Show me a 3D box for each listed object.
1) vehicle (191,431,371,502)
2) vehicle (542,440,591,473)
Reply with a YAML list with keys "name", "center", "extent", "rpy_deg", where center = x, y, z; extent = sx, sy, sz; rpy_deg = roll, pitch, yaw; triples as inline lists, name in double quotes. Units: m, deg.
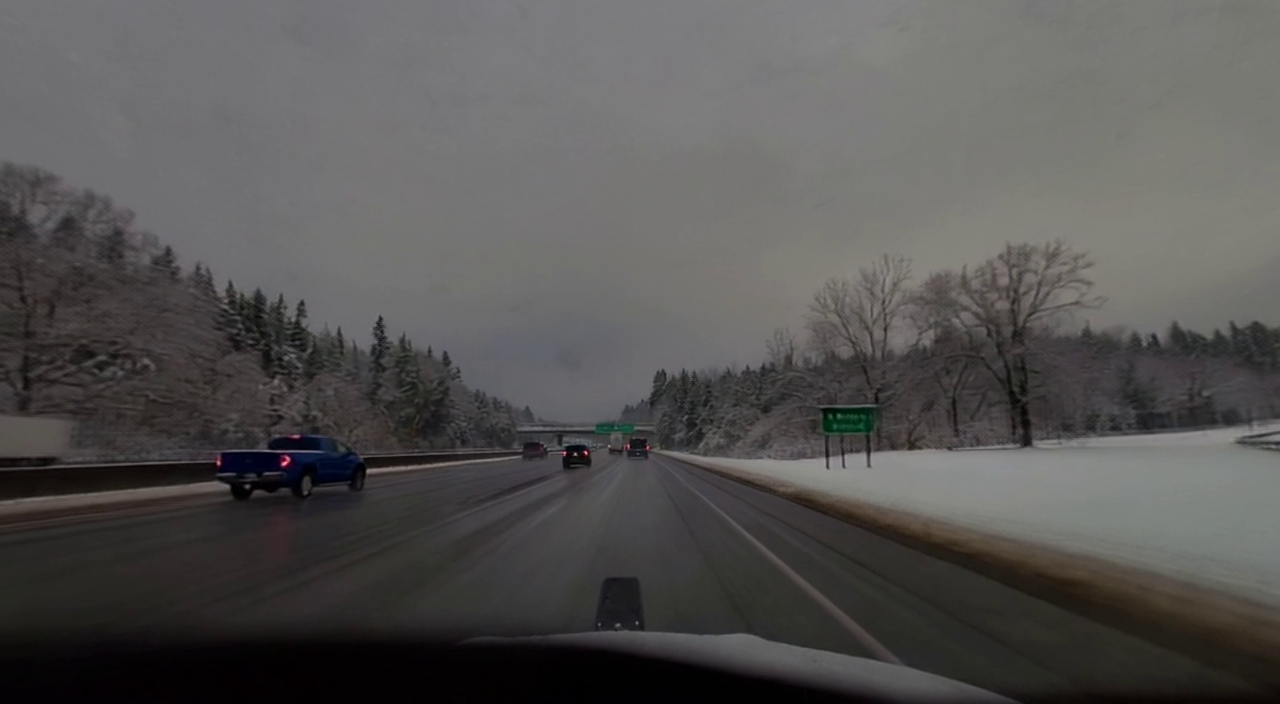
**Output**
- name: "vehicle"
  center: [-10.214, 3.297, 18.621]
  extent: [2.146, 1.764, 5.510]
  rpy_deg: [0, -9, -1]
- name: "vehicle"
  center: [-3.973, 5.733, 34.646]
  extent: [2.094, 1.695, 4.260]
  rpy_deg: [0, -9, 1]
